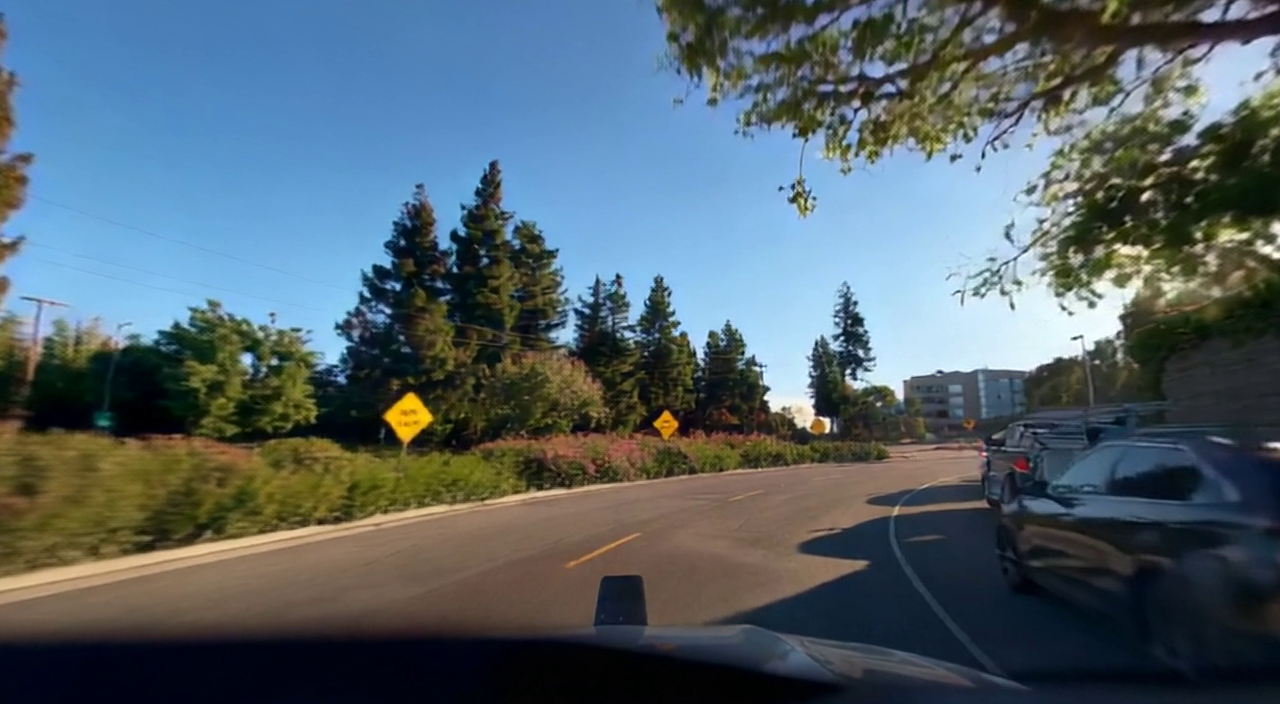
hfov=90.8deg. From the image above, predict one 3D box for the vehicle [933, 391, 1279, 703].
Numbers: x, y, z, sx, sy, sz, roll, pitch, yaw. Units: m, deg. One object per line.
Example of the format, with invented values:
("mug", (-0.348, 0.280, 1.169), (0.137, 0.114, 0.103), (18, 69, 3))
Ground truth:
("vehicle", (4.144, 1.330, 5.231), (2.195, 1.605, 5.134), (-2, -9, 15))
